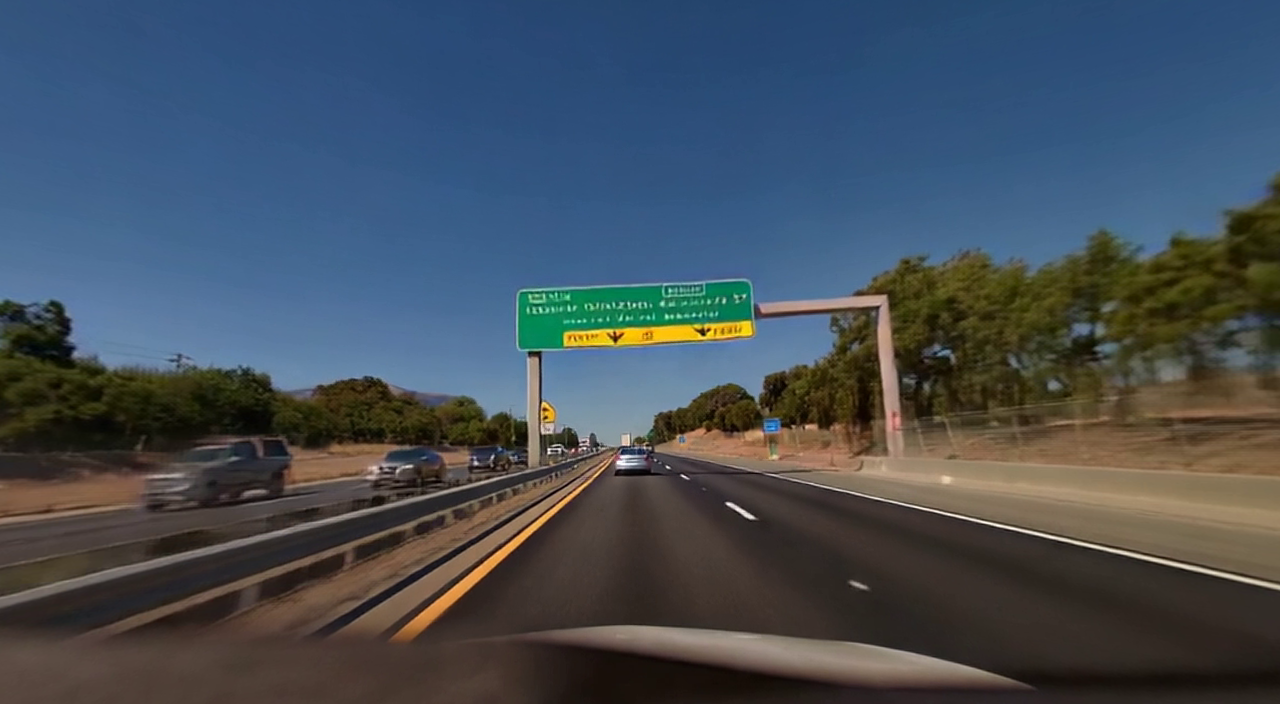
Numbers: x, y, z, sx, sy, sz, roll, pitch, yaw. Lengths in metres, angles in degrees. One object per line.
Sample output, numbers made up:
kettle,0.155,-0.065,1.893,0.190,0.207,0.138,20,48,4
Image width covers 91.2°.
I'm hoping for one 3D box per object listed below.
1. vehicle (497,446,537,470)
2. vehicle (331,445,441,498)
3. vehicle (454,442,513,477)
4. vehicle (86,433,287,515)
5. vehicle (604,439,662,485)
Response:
vehicle,-8.786,7.598,45.090,1.977,1.549,4.521,0,-9,-1
vehicle,-8.318,3.930,21.010,1.911,1.535,4.238,0,-9,0
vehicle,-8.188,5.667,33.170,1.981,1.681,4.398,0,-9,0
vehicle,-12.524,3.384,17.871,2.119,1.974,4.823,0,-9,-1
vehicle,-0.263,4.074,23.467,1.971,1.518,4.108,0,-9,-1
